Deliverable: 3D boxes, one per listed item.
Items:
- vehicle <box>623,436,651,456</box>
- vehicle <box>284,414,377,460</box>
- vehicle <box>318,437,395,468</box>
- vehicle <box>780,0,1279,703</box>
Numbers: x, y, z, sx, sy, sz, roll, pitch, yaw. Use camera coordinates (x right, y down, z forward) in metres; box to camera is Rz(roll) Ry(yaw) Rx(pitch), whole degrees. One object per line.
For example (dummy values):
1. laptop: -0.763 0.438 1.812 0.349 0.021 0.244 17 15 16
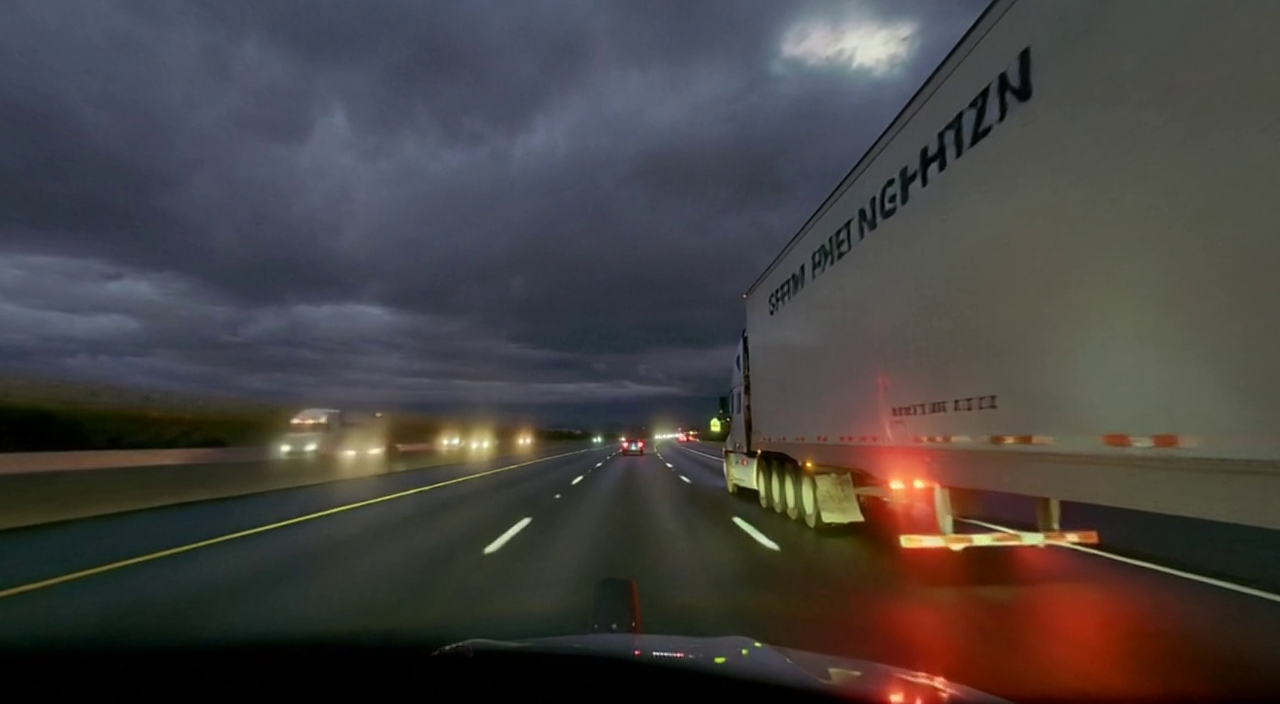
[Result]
1. vehicle: -0.233 7.372 49.484 2.140 1.475 3.969 0 -8 0
2. vehicle: -22.305 6.212 45.965 2.663 3.057 7.746 -1 -8 2
3. vehicle: -14.659 5.193 32.914 1.904 1.518 4.511 0 -8 0
4. vehicle: 3.756 -0.443 2.037 2.976 4.077 14.571 0 -8 -1
